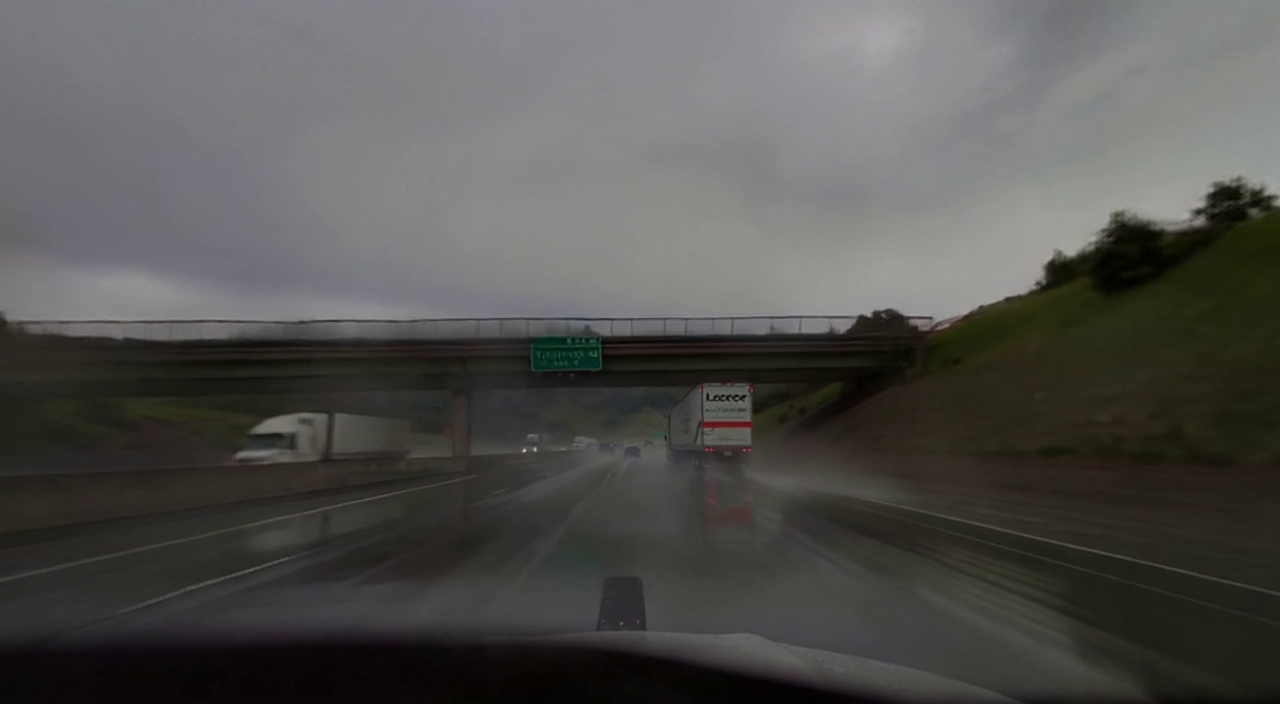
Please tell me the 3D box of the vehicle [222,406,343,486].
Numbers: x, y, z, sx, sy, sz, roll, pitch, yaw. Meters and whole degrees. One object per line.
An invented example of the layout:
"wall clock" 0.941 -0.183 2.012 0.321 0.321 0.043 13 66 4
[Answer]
"vehicle" -19.542 5.224 35.014 3.044 4.002 5.865 0 -9 0

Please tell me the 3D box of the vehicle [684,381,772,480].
"vehicle" 3.840 3.820 29.869 2.885 3.992 8.526 0 -9 0
